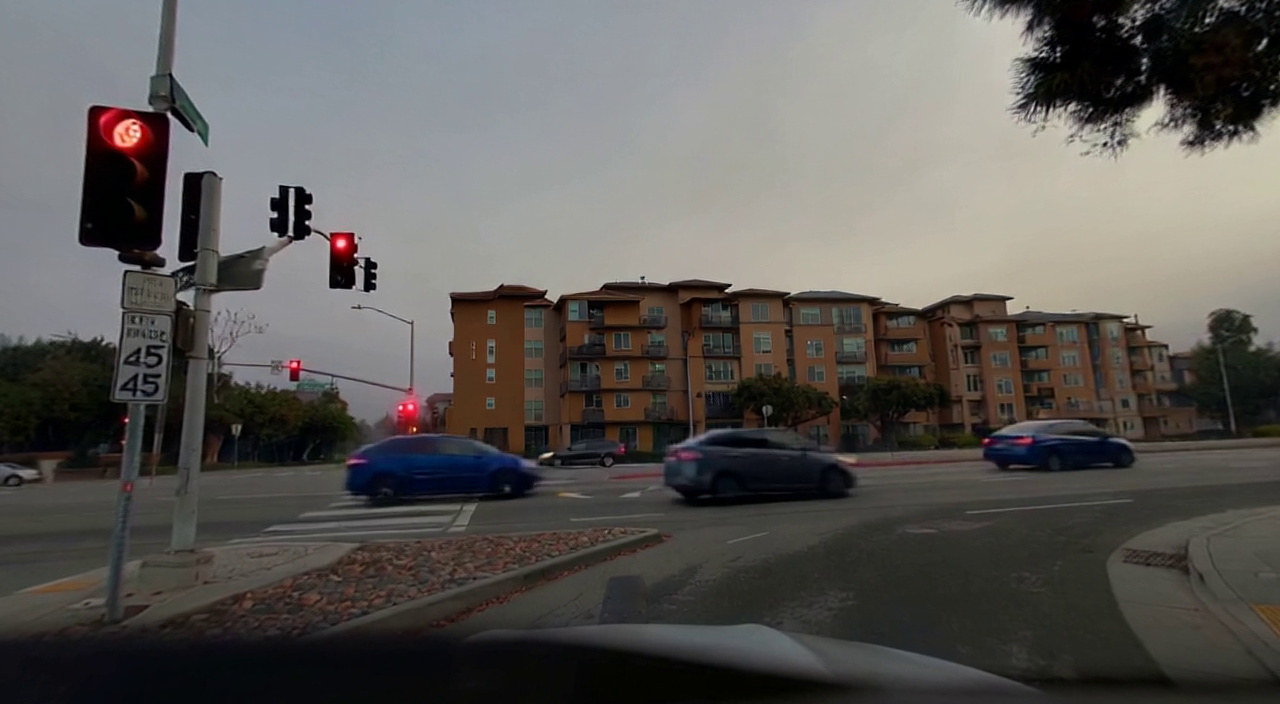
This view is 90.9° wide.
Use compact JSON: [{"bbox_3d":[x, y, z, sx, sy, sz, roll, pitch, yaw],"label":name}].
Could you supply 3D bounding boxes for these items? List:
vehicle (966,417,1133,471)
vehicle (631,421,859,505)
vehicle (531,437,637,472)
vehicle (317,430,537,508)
[{"bbox_3d":[13.708,3.082,21.162,4.719,1.671,1.985,2,-9,-16],"label":"vehicle"},{"bbox_3d":[2.270,2.417,14.083,4.581,1.650,1.958,2,-9,-16],"label":"vehicle"},{"bbox_3d":[-2.462,4.466,27.588,4.289,1.415,1.774,2,-9,-17],"label":"vehicle"},{"bbox_3d":[-4.997,2.770,15.344,4.711,1.688,1.915,2,-9,-16],"label":"vehicle"}]
